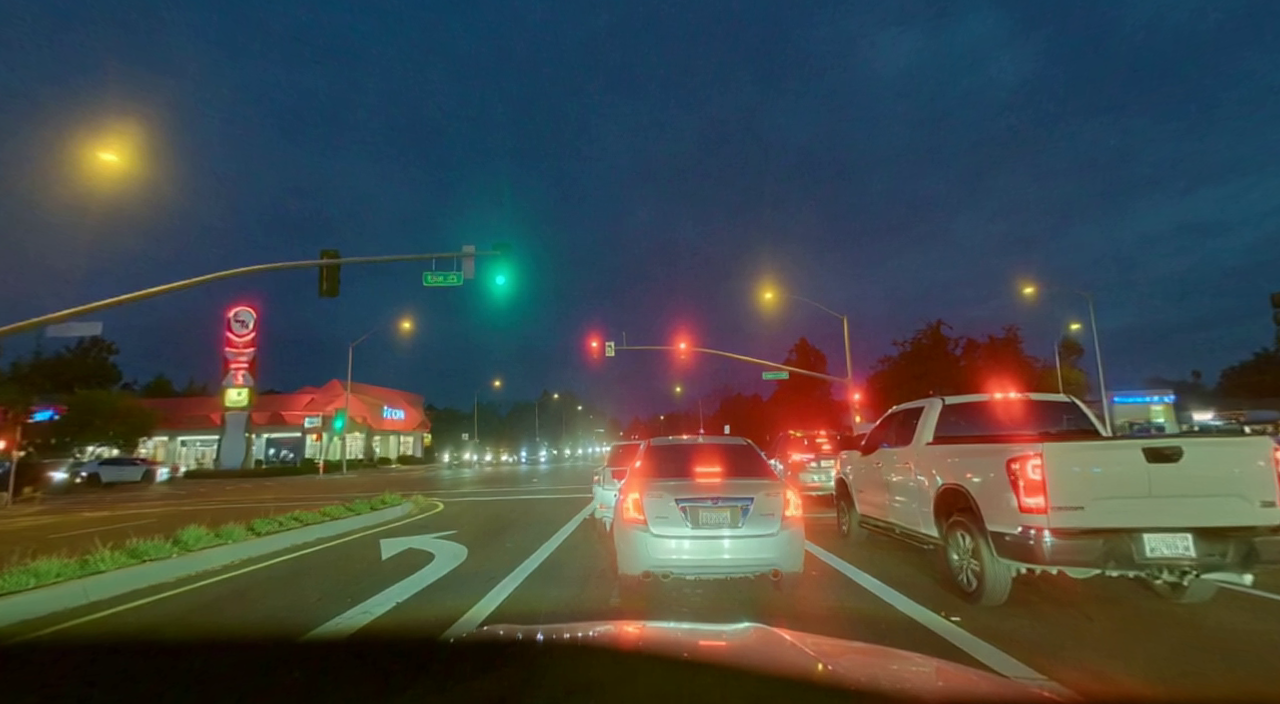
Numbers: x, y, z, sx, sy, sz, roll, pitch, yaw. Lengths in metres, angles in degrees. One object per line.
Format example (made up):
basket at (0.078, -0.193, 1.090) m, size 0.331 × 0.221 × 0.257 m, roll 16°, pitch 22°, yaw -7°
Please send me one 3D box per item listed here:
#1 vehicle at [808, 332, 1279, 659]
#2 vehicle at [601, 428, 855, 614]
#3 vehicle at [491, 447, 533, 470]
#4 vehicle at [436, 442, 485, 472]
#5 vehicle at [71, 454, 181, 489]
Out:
vehicle at (3.793, 1.300, 6.834) m, size 2.358 × 2.116 × 5.328 m, roll 0°, pitch -8°, yaw -1°
vehicle at (0.620, 1.624, 6.978) m, size 2.038 × 1.447 × 3.756 m, roll 0°, pitch -8°, yaw -3°
vehicle at (-8.491, 7.088, 42.244) m, size 2.002 × 1.469 × 4.301 m, roll 0°, pitch -8°, yaw -1°
vehicle at (-11.873, 6.957, 41.950) m, size 1.991 × 1.844 × 4.393 m, roll 0°, pitch -8°, yaw -1°
vehicle at (-29.095, 6.744, 35.750) m, size 4.789 × 1.828 × 2.025 m, roll -2°, pitch -9°, yaw 10°
